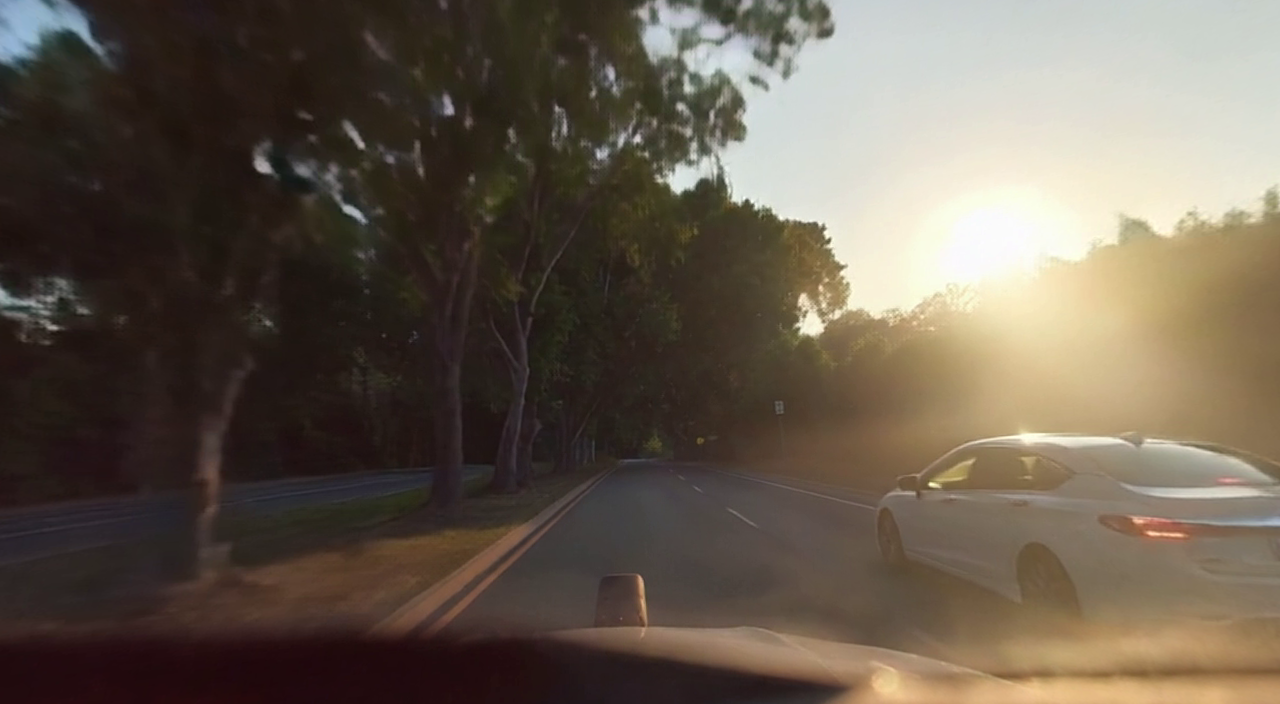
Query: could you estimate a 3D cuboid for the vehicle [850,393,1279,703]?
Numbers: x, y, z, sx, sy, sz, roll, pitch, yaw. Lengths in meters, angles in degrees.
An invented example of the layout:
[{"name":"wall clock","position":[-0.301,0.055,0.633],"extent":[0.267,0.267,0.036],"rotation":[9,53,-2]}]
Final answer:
[{"name":"vehicle","position":[3.577,1.326,5.275],"extent":[2.060,1.584,4.592],"rotation":[0,-9,0]}]
